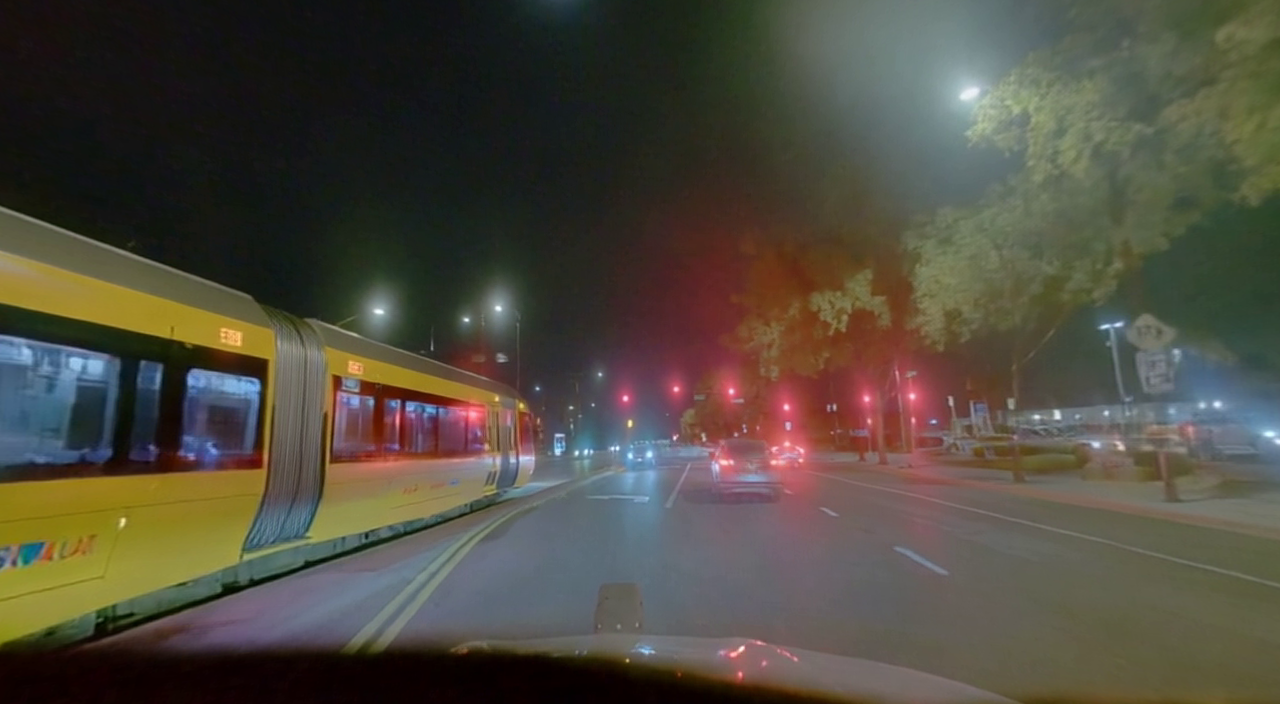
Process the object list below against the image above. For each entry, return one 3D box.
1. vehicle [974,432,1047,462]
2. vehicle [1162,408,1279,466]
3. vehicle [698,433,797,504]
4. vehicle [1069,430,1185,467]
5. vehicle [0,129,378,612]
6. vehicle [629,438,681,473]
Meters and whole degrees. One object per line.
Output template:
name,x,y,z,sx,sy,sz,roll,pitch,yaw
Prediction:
vehicle,20.247,5.199,34.738,1.831,1.545,3.872,0,-8,4
vehicle,23.958,3.244,24.061,5.654,2.107,2.513,-1,-8,6
vehicle,2.476,2.794,15.640,2.002,1.471,4.337,0,-8,4
vehicle,21.996,4.339,28.821,1.825,1.462,4.764,-3,-8,6
vehicle,-6.480,0.013,3.883,2.897,3.700,13.528,-1,-7,5
vehicle,0.776,4.731,29.095,2.118,1.478,4.076,-1,-8,5
